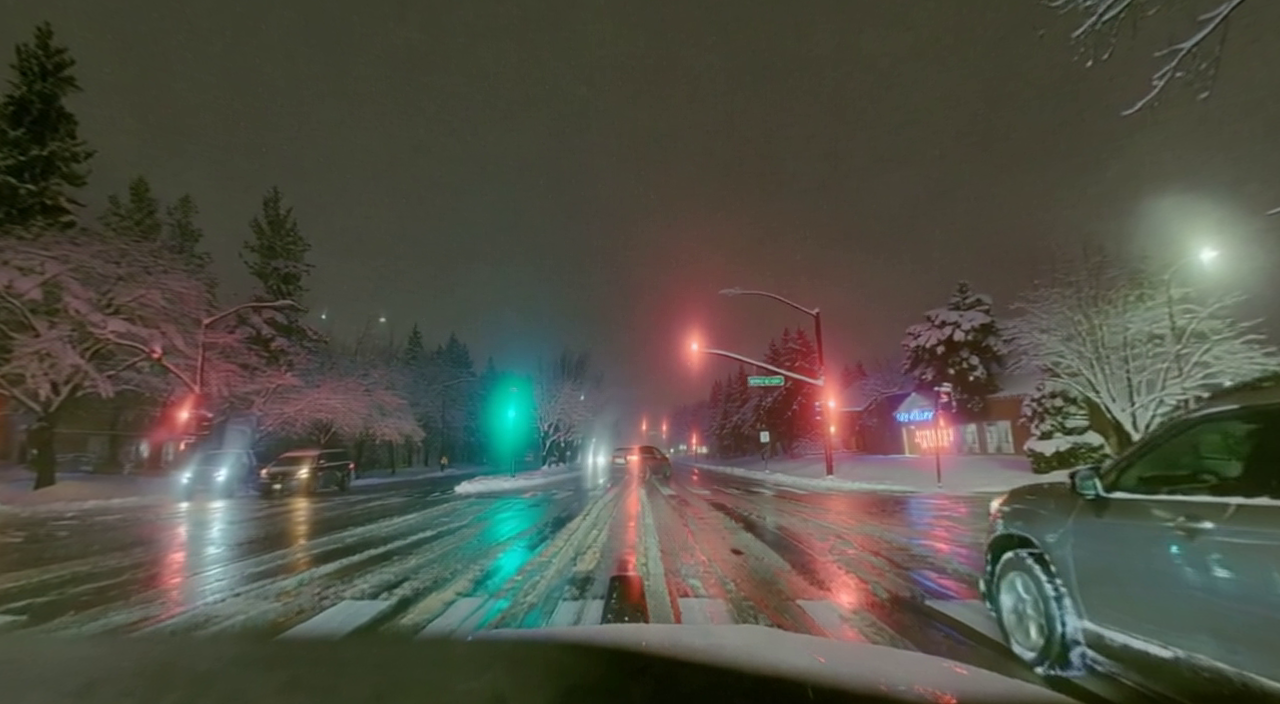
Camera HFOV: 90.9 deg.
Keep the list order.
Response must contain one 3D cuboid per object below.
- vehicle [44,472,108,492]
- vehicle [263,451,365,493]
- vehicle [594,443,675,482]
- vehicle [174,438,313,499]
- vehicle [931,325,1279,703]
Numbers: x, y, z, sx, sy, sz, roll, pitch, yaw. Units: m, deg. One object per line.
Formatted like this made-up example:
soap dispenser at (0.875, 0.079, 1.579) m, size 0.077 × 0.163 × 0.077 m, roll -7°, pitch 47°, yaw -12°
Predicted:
vehicle at (-44.579, 10.304, 49.867) m, size 3.497 × 1.415 × 1.569 m, roll -1°, pitch -8°, yaw -1°
vehicle at (-14.930, 5.496, 29.263) m, size 2.169 × 1.753 × 4.640 m, roll 0°, pitch -8°, yaw 1°
vehicle at (-0.150, 5.160, 29.752) m, size 2.153 × 1.658 × 4.569 m, roll -4°, pitch -9°, yaw 23°
vehicle at (-18.696, 5.488, 30.233) m, size 2.557 × 2.580 × 5.856 m, roll -1°, pitch -8°, yaw 4°
vehicle at (3.623, 0.900, 3.187) m, size 2.301 × 1.767 × 4.289 m, roll 0°, pitch -8°, yaw 1°
